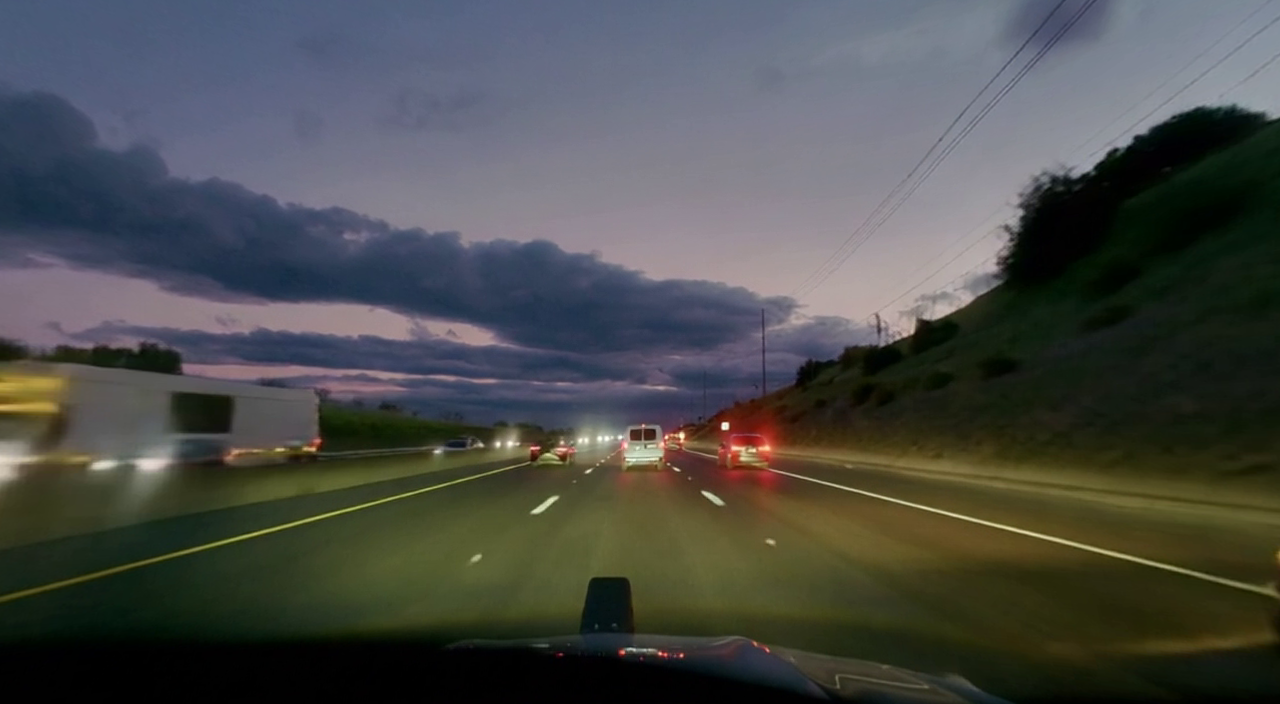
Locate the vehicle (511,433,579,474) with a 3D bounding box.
[{"bbox_3d":[-3.756,4.071,25.713,2.093,1.517,4.648,0,-8,0],"label":"vehicle"}]

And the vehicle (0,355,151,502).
[{"bbox_3d":[-19.116,2.396,19.443,3.109,3.990,5.971,0,-8,-1],"label":"vehicle"}]

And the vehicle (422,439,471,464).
[{"bbox_3d":[-12.131,6.250,39.762,1.804,1.434,4.358,0,-8,-1],"label":"vehicle"}]

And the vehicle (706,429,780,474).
[{"bbox_3d":[3.867,3.814,24.453,1.923,1.562,4.691,0,-8,-2],"label":"vehicle"}]

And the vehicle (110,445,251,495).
[{"bbox_3d":[-14.669,3.734,20.414,1.764,1.401,3.784,0,-8,-1],"label":"vehicle"}]

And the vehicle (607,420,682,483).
[{"bbox_3d":[0.087,3.156,20.325,2.159,1.811,4.238,0,-8,-1],"label":"vehicle"}]
